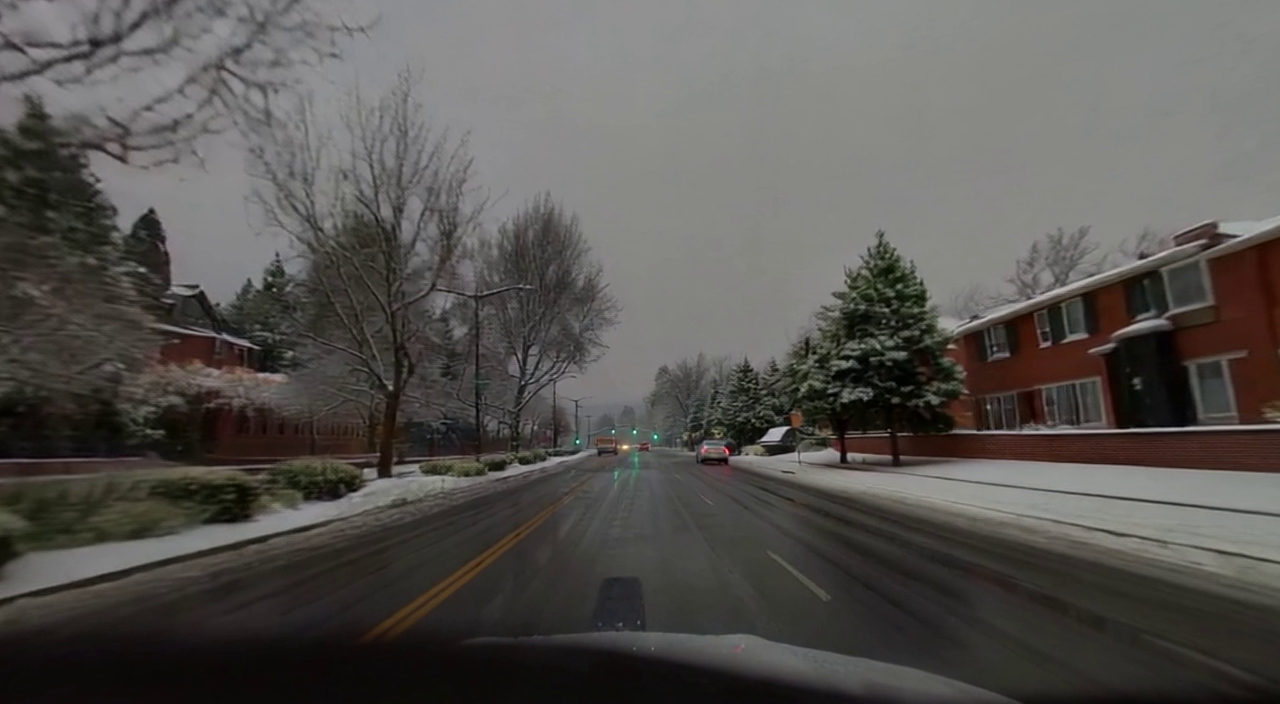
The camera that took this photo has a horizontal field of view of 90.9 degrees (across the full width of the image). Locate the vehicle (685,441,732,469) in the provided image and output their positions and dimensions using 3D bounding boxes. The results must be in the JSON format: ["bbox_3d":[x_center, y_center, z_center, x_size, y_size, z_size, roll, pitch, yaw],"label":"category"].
[{"bbox_3d":[4.044,6.183,37.980,2.237,1.578,4.621,0,-8,-1],"label":"vehicle"}]
